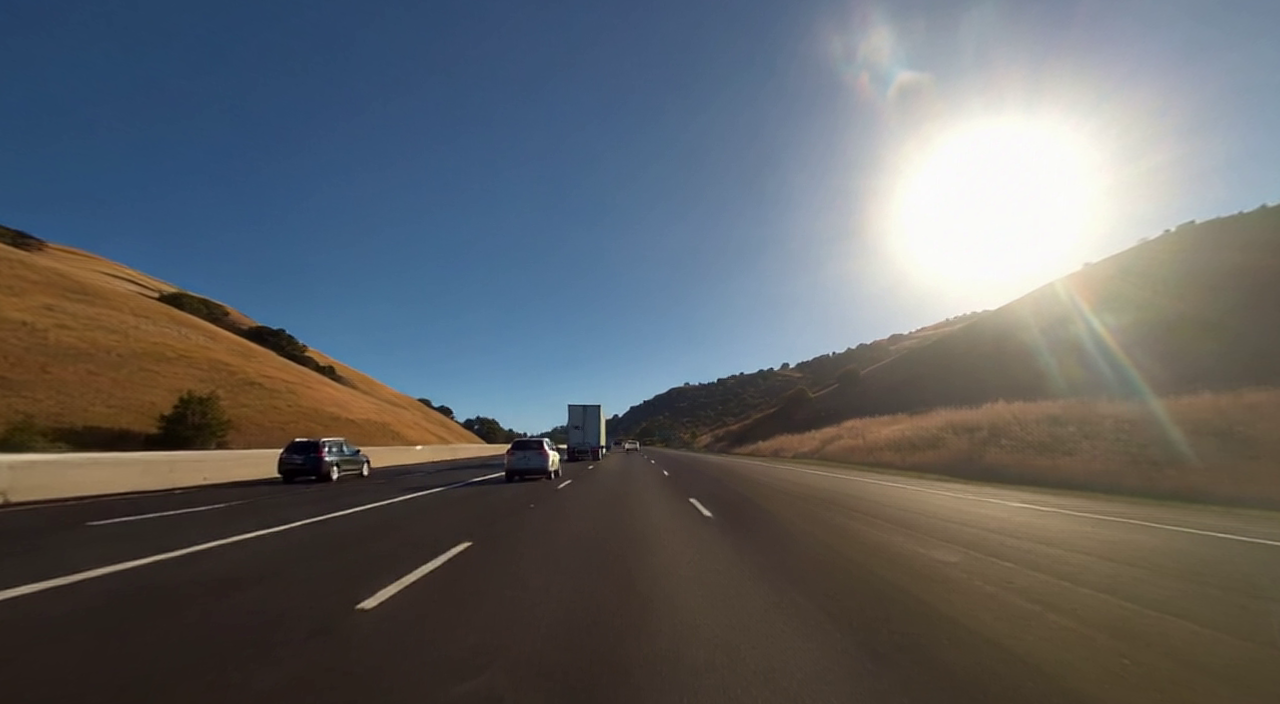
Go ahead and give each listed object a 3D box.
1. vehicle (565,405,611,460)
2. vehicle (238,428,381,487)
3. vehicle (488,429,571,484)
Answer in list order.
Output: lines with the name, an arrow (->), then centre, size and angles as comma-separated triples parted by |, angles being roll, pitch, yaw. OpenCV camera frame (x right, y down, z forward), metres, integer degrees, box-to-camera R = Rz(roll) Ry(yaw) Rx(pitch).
vehicle -> -3.926, 6.440, 49.808 | 2.981, 3.860, 11.022 | 0, -8, -2
vehicle -> -11.465, 3.682, 22.381 | 2.130, 1.828, 5.523 | 0, -8, 0
vehicle -> -3.727, 3.620, 22.109 | 2.099, 1.734, 4.413 | 0, -8, 0
